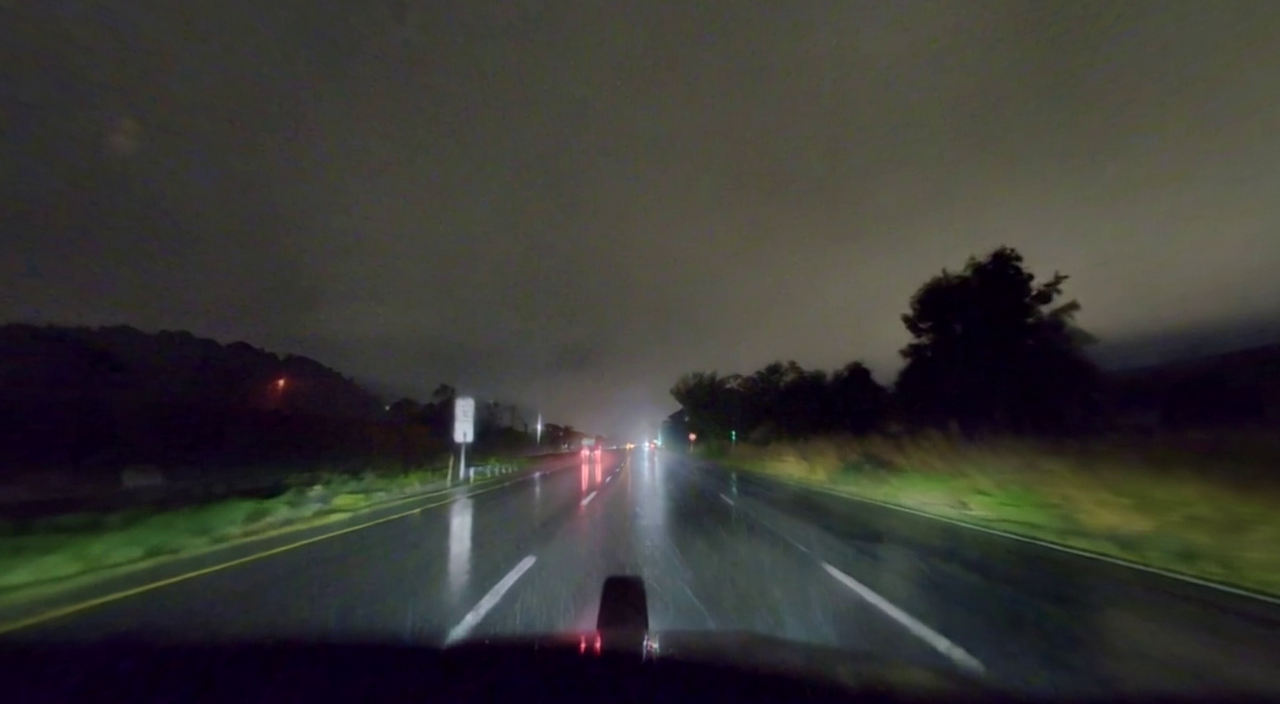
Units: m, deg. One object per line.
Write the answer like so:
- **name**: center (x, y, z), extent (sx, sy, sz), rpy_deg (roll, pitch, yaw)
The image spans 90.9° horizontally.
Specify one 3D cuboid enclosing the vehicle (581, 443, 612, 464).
- **vehicle**: center (-3.174, 7.530, 46.893), extent (1.991, 1.475, 4.302), rpy_deg (0, -8, 1)
